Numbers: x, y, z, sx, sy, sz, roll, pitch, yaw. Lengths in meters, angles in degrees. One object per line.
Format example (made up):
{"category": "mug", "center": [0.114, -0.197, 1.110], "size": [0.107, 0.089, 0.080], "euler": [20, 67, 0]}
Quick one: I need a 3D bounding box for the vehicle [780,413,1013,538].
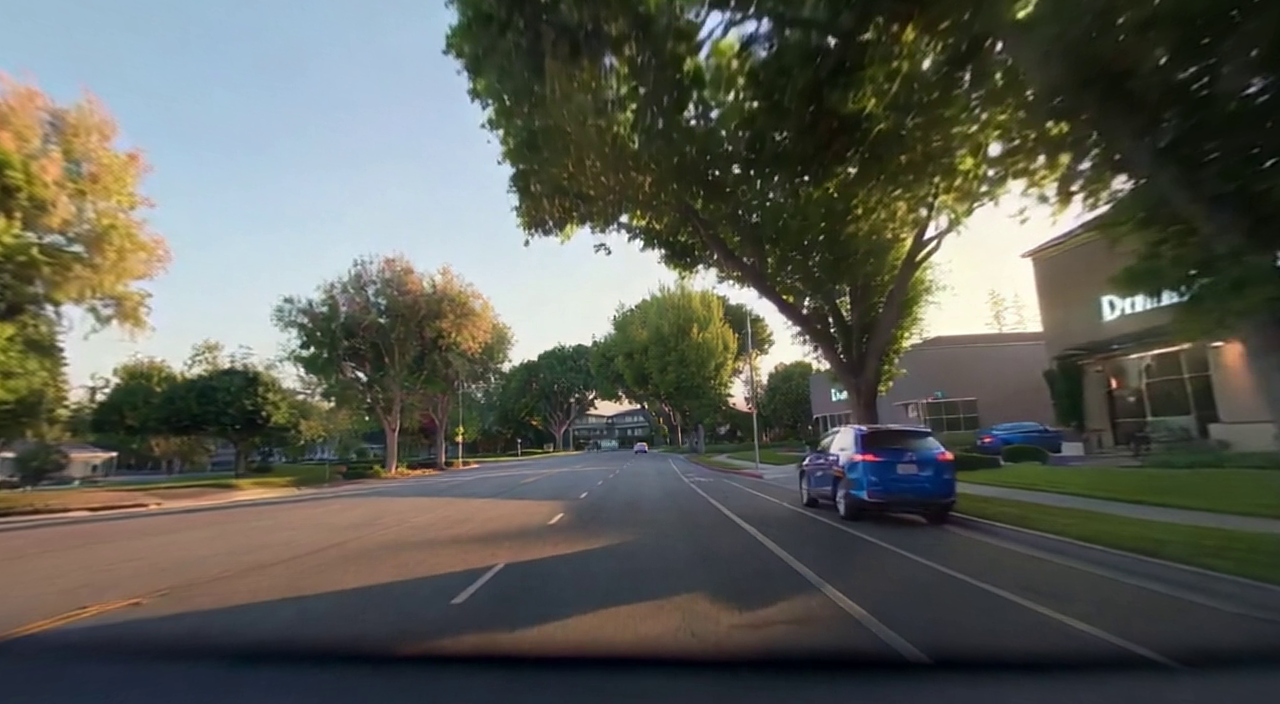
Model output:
{"category": "vehicle", "center": [4.324, 2.183, 11.707], "size": [2.228, 1.814, 4.576], "euler": [0, -9, -2]}

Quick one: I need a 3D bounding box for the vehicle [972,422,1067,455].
{"category": "vehicle", "center": [18.564, 4.299, 31.177], "size": [1.826, 1.492, 4.417], "euler": [0, -9, -2]}
